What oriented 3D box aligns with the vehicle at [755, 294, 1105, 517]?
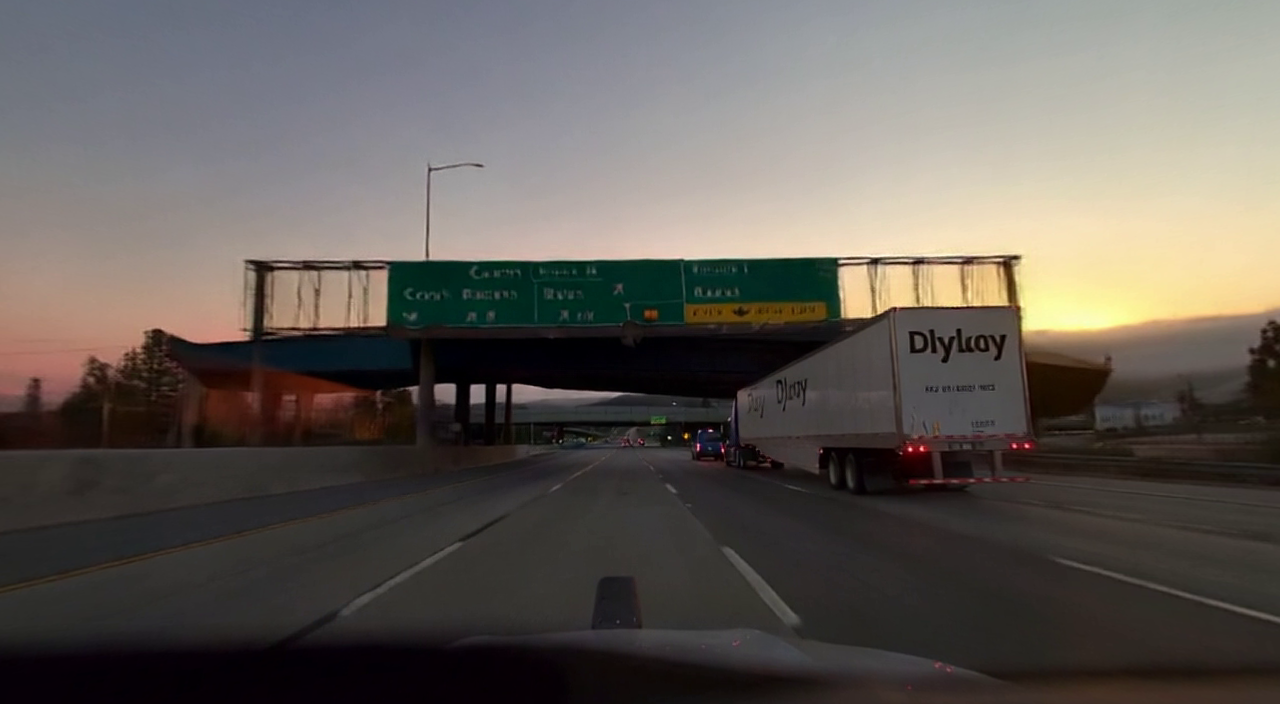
[{"bbox_3d":[6.546,2.070,19.280,2.962,3.947,16.241,0,-8,0],"label":"vehicle"}]
